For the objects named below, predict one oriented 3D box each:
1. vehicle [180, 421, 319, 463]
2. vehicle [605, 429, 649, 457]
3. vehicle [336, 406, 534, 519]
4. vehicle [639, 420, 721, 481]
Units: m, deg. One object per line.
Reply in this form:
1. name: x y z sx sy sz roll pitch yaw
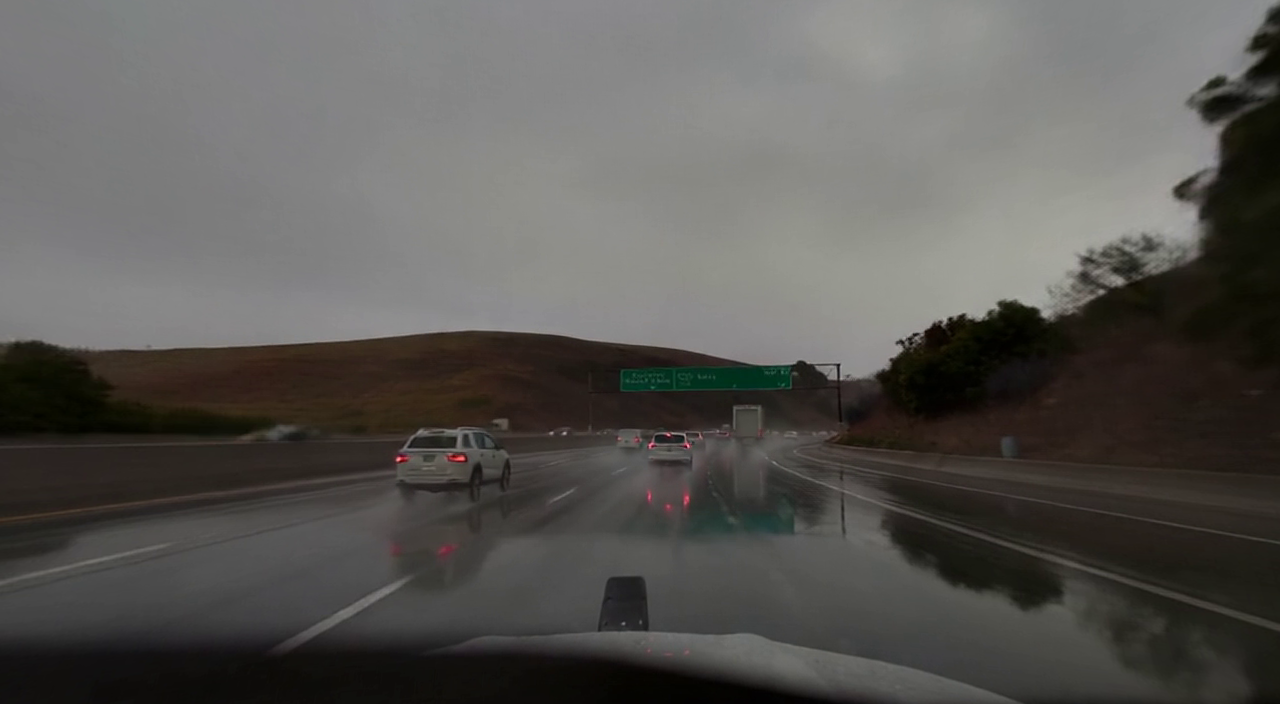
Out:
1. vehicle: -16.478 3.881 27.031 2.331 1.599 5.196 -1 -8 5
2. vehicle: -0.754 5.907 40.952 2.194 1.702 4.305 -1 -8 8
3. vehicle: -3.517 2.015 11.919 2.077 1.712 4.406 -1 -8 3
4. vehicle: 1.365 3.333 21.497 2.484 1.820 4.497 -1 -8 4
